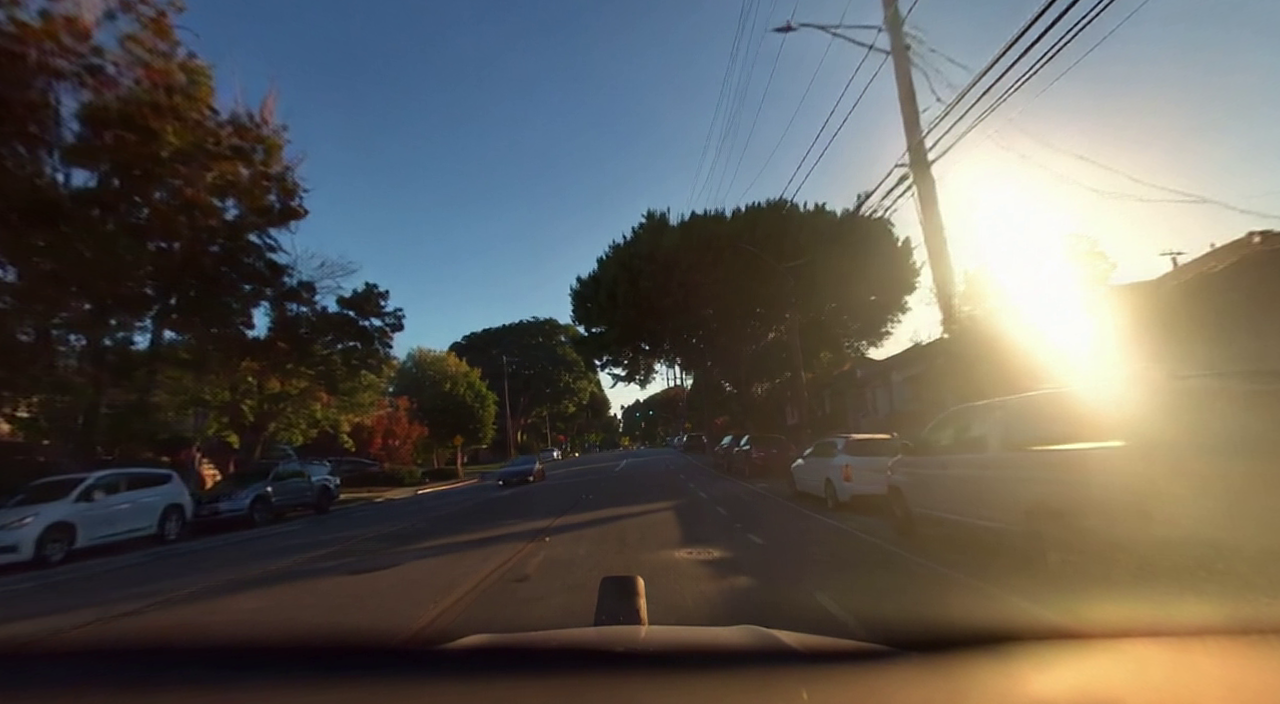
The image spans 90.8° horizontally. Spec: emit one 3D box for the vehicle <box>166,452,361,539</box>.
[{"bbox_3d":[-10.765,4.075,18.816,2.282,2.060,5.738,0,-8,0],"label":"vehicle"}]

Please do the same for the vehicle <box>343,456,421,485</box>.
[{"bbox_3d":[-18.472,8.443,45.339,4.676,1.846,1.967,8,-11,-43],"label":"vehicle"}]

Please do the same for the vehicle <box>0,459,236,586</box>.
[{"bbox_3d":[-11.051,3.164,12.730,2.089,1.837,5.499,-1,-8,1],"label":"vehicle"}]

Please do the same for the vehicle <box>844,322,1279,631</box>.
[{"bbox_3d":[4.437,1.246,7.251,2.330,2.160,5.550,0,-8,0],"label":"vehicle"}]

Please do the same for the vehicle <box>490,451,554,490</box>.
[{"bbox_3d":[-5.333,5.396,29.113,1.948,1.502,4.434,-3,-8,1],"label":"vehicle"}]

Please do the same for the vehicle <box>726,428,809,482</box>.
[{"bbox_3d":[4.626,3.818,23.655,1.980,1.773,4.853,0,-8,-1],"label":"vehicle"}]
